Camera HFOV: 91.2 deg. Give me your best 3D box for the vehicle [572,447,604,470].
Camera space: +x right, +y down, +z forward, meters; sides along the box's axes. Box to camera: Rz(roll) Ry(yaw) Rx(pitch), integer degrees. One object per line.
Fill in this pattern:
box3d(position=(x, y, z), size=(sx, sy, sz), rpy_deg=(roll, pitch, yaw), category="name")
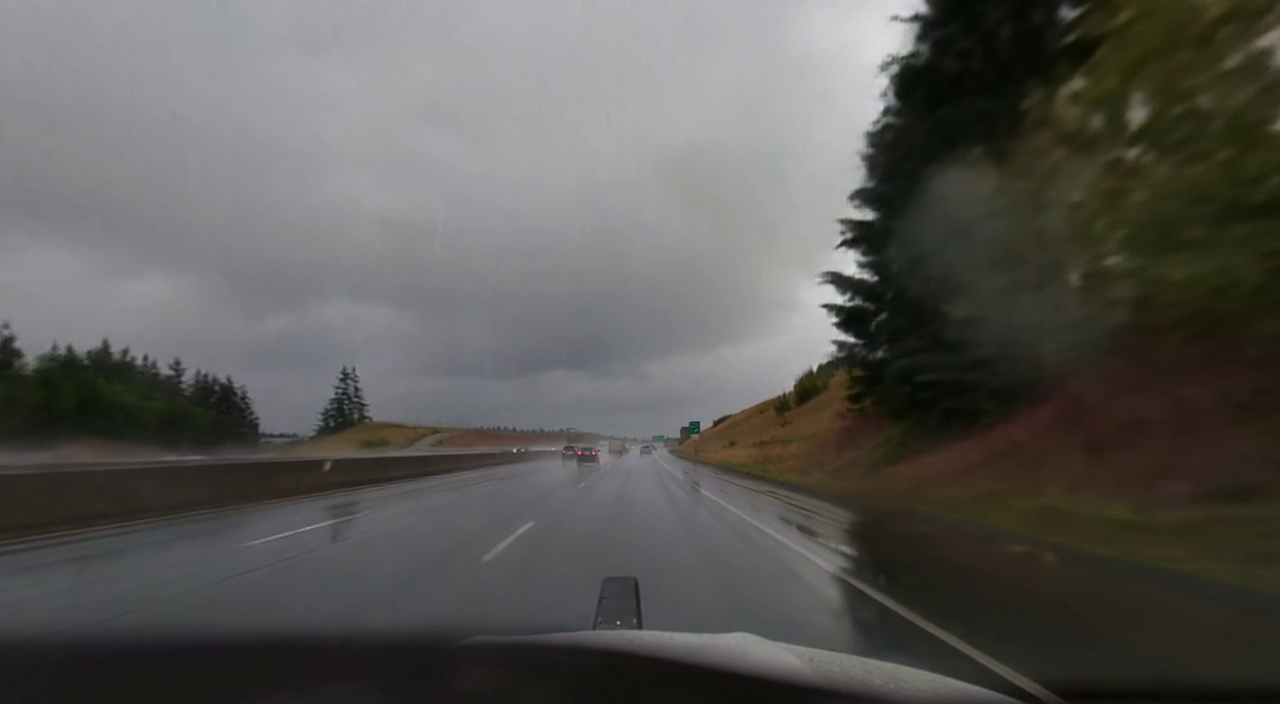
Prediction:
box3d(position=(-3.479, 7.196, 42.619), size=(1.895, 1.482, 3.852), rpy_deg=(0, -9, 0), category="vehicle")
